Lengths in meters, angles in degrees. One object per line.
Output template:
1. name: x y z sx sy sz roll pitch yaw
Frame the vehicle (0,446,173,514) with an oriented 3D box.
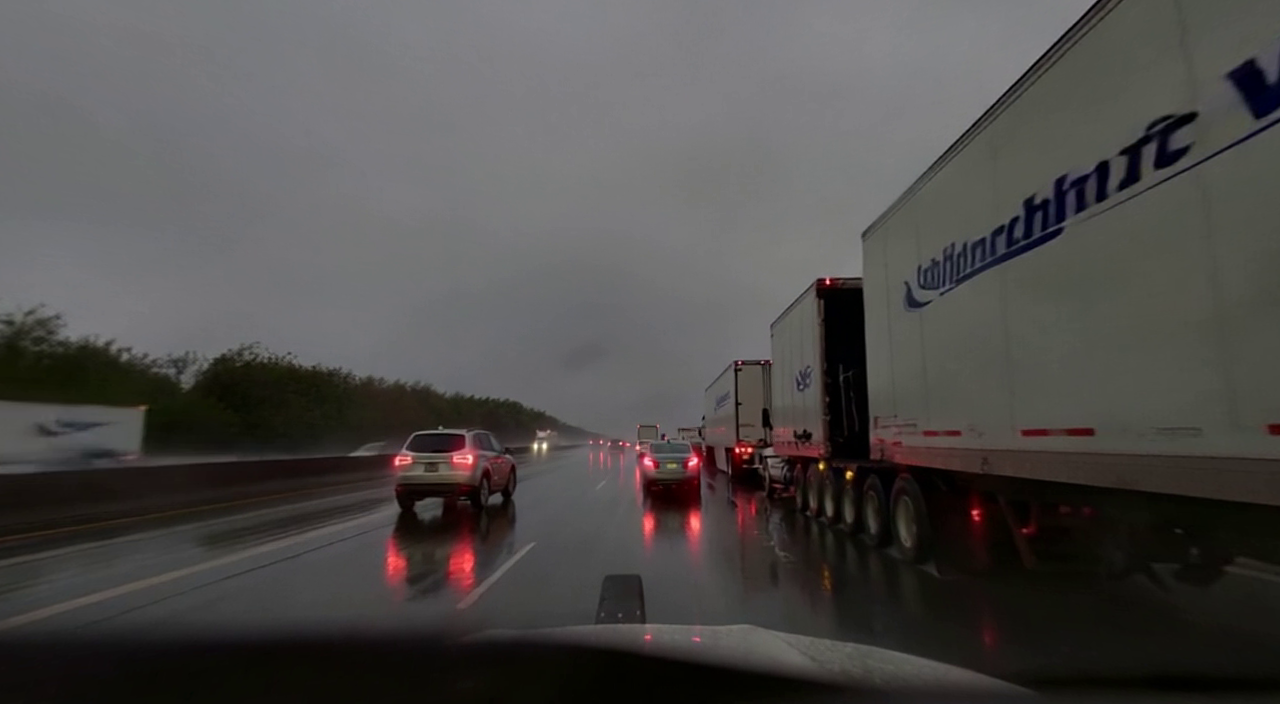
1. vehicle: -14.898 3.196 16.405 1.974 1.441 4.499 0 -8 1

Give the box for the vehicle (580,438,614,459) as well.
1. vehicle: -3.244 7.441 48.712 2.181 1.538 4.169 0 -8 2

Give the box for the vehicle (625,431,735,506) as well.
1. vehicle: 0.775 2.627 14.818 2.200 1.495 4.282 0 -8 -1

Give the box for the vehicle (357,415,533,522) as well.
1. vehicle: -3.581 2.213 12.600 2.006 1.729 4.447 0 -8 1

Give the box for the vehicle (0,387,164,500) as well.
1. vehicle: -18.358 2.737 19.019 2.822 2.949 6.389 0 -8 1

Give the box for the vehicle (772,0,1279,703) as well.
1. vehicle: 4.525 0.040 6.455 2.967 4.347 15.373 0 -8 0
